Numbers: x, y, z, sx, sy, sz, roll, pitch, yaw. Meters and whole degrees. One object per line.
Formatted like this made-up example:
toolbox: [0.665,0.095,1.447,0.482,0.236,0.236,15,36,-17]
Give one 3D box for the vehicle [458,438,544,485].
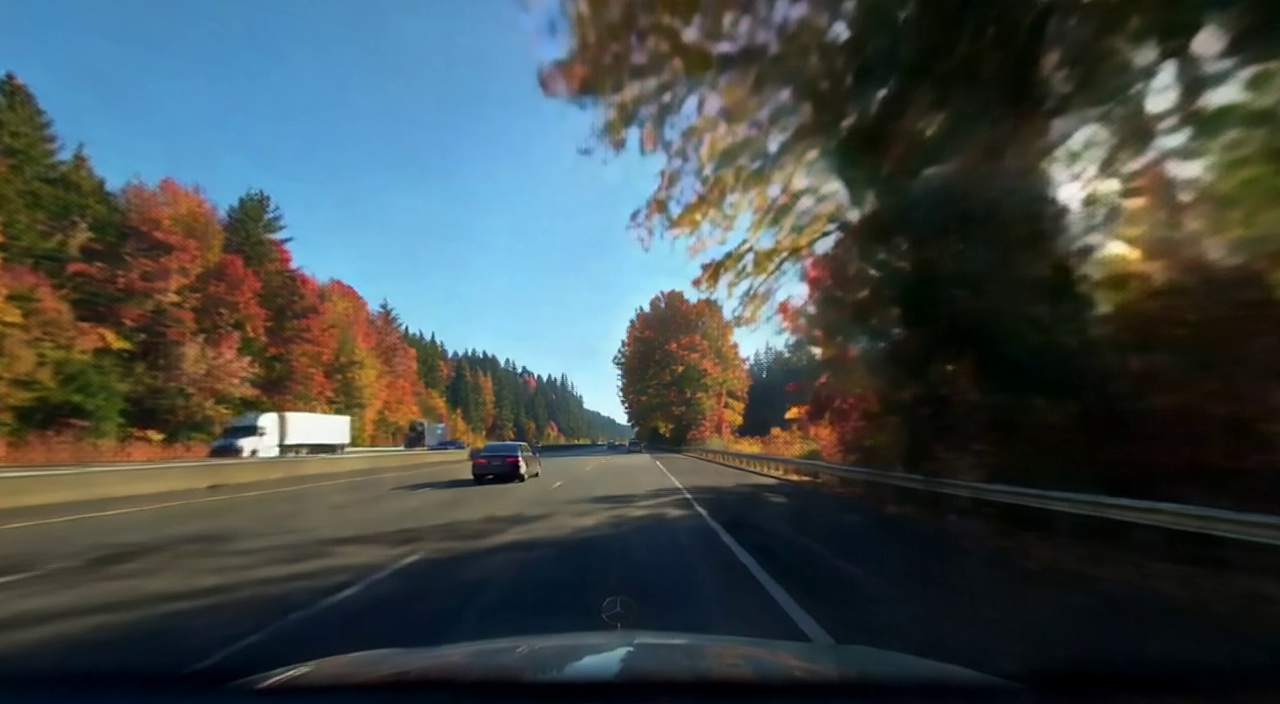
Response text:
vehicle: [-4.782,3.808,22.289,2.004,1.497,4.260,0,-8,1]
